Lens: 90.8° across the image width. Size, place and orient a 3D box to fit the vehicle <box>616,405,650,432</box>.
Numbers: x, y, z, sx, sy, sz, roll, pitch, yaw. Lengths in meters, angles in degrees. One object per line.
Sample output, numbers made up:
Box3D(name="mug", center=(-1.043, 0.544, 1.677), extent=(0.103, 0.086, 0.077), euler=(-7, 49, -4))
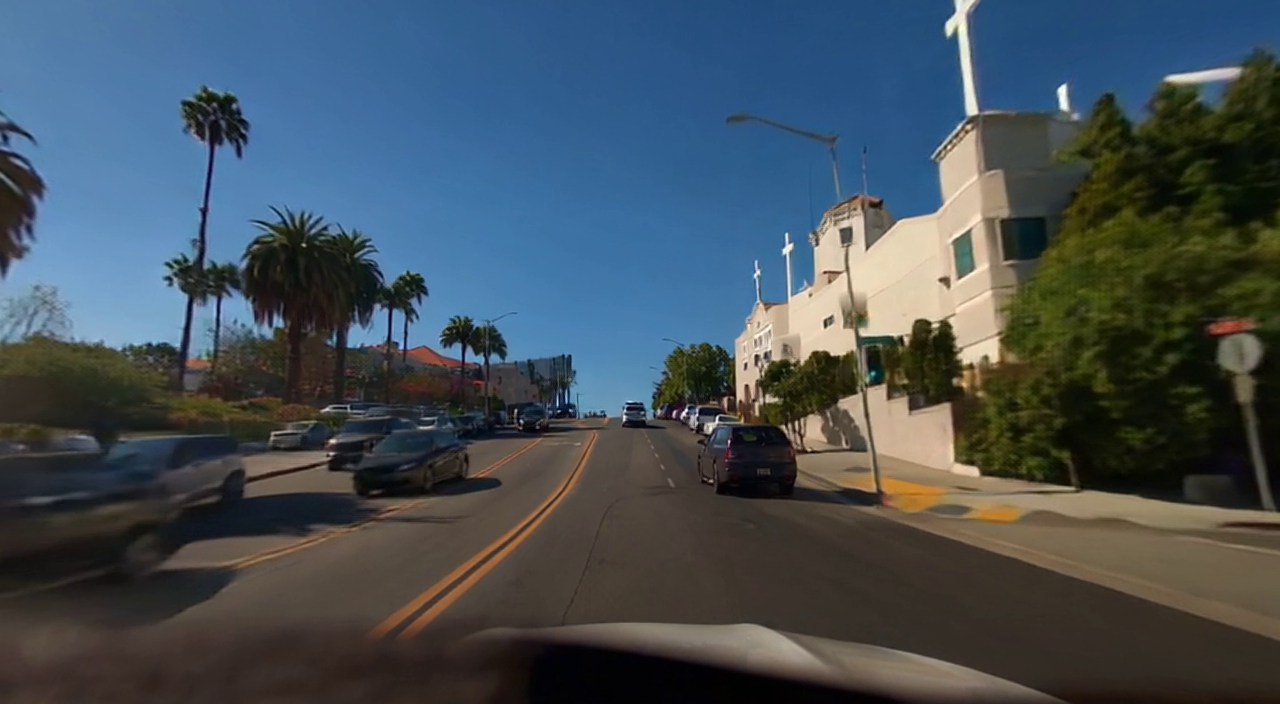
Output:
Box3D(name="vehicle", center=(-0.465, 4.526, 42.848), extent=(2.196, 1.655, 3.939), euler=(0, -8, -1))

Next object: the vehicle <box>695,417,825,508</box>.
Box3D(name="vehicle", center=(2.682, 2.595, 15.273), extent=(1.995, 1.858, 4.333), euler=(0, -8, -4))

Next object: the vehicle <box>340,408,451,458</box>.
Box3D(name="vehicle", center=(-9.026, 3.118, 23.952), extent=(2.076, 1.650, 5.432), euler=(0, -8, -1))

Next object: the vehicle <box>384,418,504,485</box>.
Box3D(name="vehicle", center=(-5.977, 3.119, 20.019), extent=(2.295, 1.837, 4.680), euler=(0, -8, 0))

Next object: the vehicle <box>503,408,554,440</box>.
Box3D(name="vehicle", center=(-6.360, 4.208, 36.621), extent=(2.171, 1.676, 4.523), euler=(0, -8, 0))

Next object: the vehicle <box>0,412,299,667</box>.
Box3D(name="vehicle", center=(-5.828, 1.645, 6.406), extent=(2.138, 1.858, 4.788), euler=(0, -8, -1))
